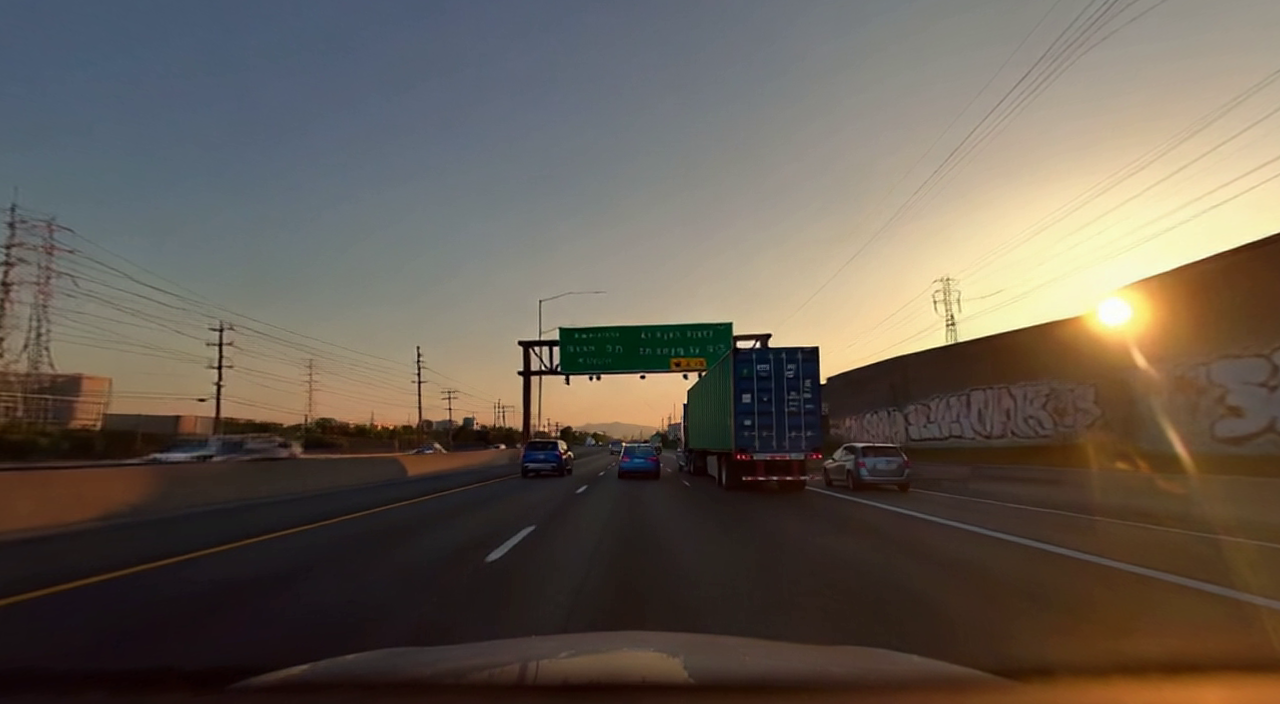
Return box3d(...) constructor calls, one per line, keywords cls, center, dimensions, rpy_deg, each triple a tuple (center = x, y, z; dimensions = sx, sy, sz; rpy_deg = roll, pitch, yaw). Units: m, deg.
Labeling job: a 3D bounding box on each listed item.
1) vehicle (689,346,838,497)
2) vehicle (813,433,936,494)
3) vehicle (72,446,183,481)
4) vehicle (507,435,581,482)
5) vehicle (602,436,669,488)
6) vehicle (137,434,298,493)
box3d(cls="vehicle", center=(3.814, 2.827, 23.581), dimensions=(2.800, 4.039, 13.179), rpy_deg=(0, -9, 0))
box3d(cls="vehicle", center=(7.423, 3.583, 20.627), dimensions=(2.202, 1.731, 4.628), rpy_deg=(0, -9, 0))
box3d(cls="vehicle", center=(-24.813, 5.409, 30.815), dimensions=(1.844, 1.559, 4.302), rpy_deg=(1, -9, -2))
box3d(cls="vehicle", center=(-3.926, 4.445, 26.615), dimensions=(2.264, 1.804, 4.584), rpy_deg=(0, -9, 2))
box3d(cls="vehicle", center=(-0.160, 3.907, 22.737), dimensions=(2.191, 1.685, 4.015), rpy_deg=(0, -9, 0))
box3d(cls="vehicle", center=(-12.969, 3.443, 19.846), dimensions=(2.019, 1.587, 4.565), rpy_deg=(0, -9, -2))
